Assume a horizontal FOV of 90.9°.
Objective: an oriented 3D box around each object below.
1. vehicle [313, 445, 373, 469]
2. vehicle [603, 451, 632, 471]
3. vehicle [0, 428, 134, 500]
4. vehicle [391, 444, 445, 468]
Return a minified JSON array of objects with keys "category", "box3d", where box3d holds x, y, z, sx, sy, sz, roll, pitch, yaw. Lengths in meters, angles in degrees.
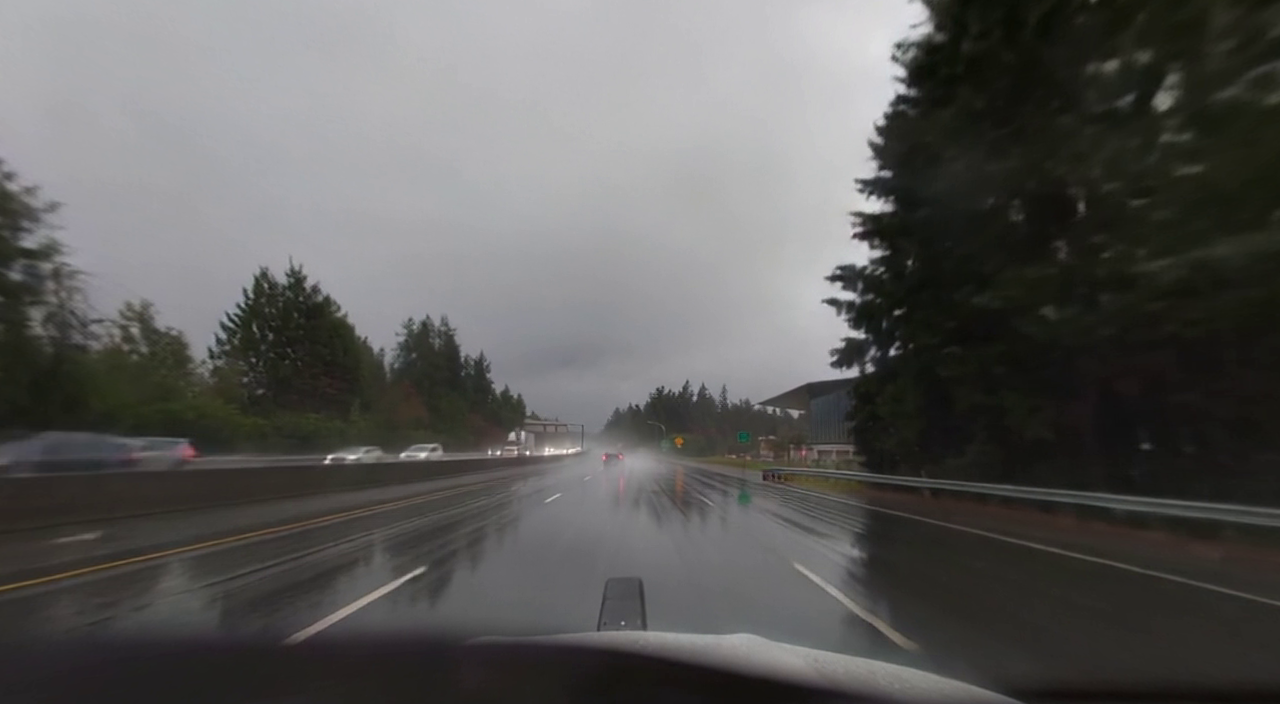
[{"category":"vehicle","box3d":[-18.752,6.665,40.007,1.949,1.442,3.753,0,-9,0]},{"category":"vehicle","box3d":[-1.701,8.329,48.462,2.011,1.468,3.883,0,-9,1]},{"category":"vehicle","box3d":[-14.577,2.560,14.567,1.927,1.514,4.550,0,-9,0]},{"category":"vehicle","box3d":[-14.531,6.825,41.489,1.870,1.489,4.417,0,-9,1]}]
